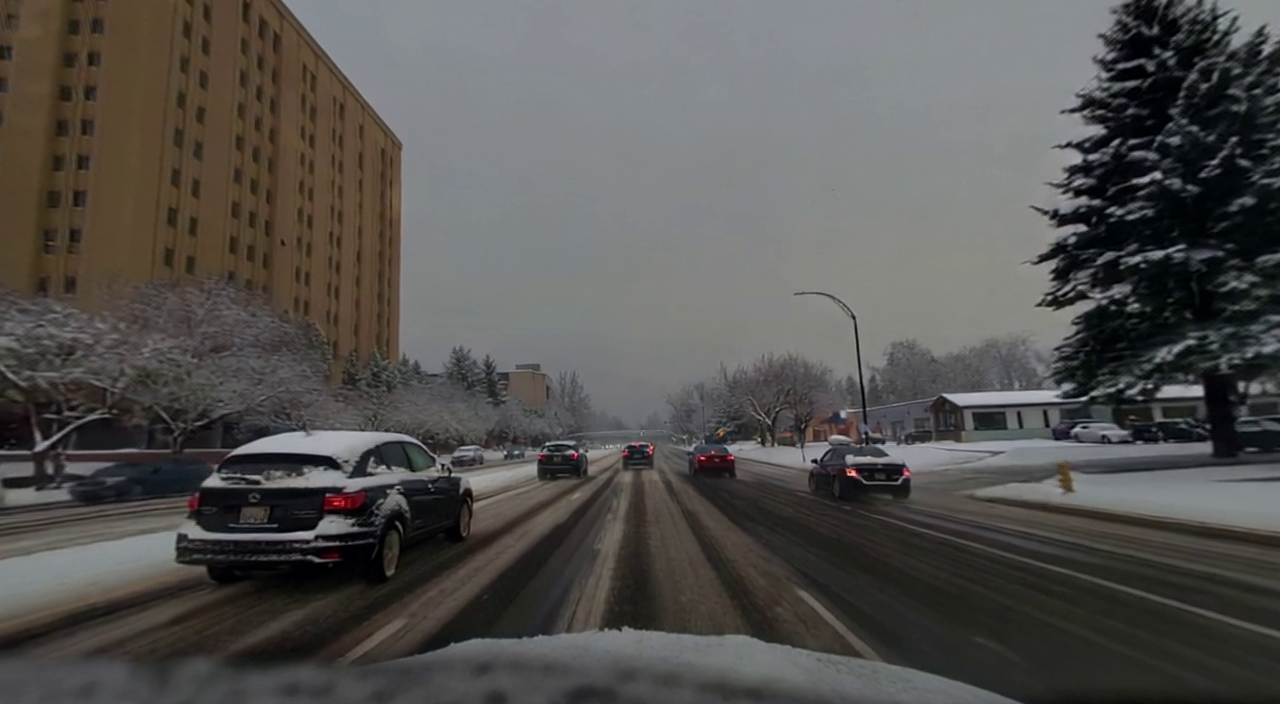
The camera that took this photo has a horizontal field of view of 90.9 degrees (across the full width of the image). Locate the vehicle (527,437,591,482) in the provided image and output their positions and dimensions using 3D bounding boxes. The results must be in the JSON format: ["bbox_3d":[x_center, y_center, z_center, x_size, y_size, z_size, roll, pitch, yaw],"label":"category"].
[{"bbox_3d":[-3.459,4.704,27.761,2.117,1.799,4.442,0,-9,1],"label":"vehicle"}]

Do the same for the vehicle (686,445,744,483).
[{"bbox_3d":[3.076,4.713,26.710,1.884,1.458,4.245,0,-9,0],"label":"vehicle"}]

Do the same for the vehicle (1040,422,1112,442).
[{"bbox_3d":[33.589,6.222,48.653,1.762,1.432,4.136,5,-10,-30],"label":"vehicle"}]

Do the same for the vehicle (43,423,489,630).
[{"bbox_3d":[-3.247,1.617,6.837,2.095,1.486,4.411,0,-9,1],"label":"vehicle"}]

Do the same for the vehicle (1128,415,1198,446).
[{"bbox_3d":[31.049,4.746,37.587,1.993,1.708,4.464,-4,-10,24],"label":"vehicle"}]

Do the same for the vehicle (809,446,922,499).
[{"bbox_3d":[6.948,3.752,20.030,1.865,1.458,4.605,0,-9,0],"label":"vehicle"}]

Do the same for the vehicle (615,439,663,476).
[{"bbox_3d":[-0.056,5.478,32.836,2.304,1.795,4.526,0,-9,0],"label":"vehicle"}]

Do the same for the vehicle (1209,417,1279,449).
[{"bbox_3d":[30.813,4.094,31.536,1.993,1.471,4.691,-4,-10,24],"label":"vehicle"}]

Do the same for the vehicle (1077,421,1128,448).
[{"bbox_3d":[28.454,5.096,38.889,1.830,1.465,4.252,-9,-11,29],"label":"vehicle"}]
